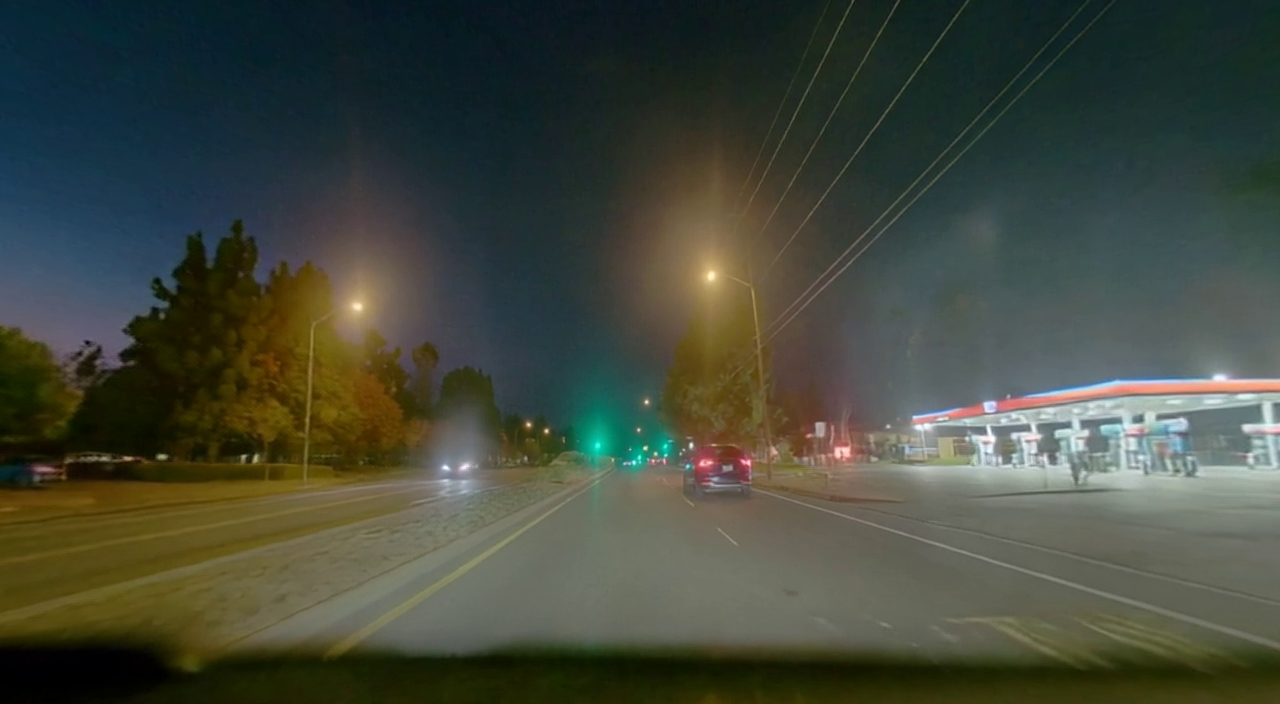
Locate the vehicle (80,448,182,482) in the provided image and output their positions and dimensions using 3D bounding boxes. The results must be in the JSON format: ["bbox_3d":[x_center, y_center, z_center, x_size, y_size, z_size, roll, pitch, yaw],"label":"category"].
[{"bbox_3d":[-29.869,6.624,37.310,2.116,1.874,4.709,0,-9,-1],"label":"vehicle"}]

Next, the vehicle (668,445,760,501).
[{"bbox_3d":[2.097,3.618,19.292,2.061,1.475,4.296,0,-9,-3],"label":"vehicle"}]

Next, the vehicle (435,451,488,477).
[{"bbox_3d":[-11.014,6.945,39.265,1.893,1.480,4.482,-1,-9,1],"label":"vehicle"}]

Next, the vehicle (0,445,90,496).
[{"bbox_3d":[-24.496,4.520,24.276,2.082,1.829,5.094,0,-9,-1],"label":"vehicle"}]
